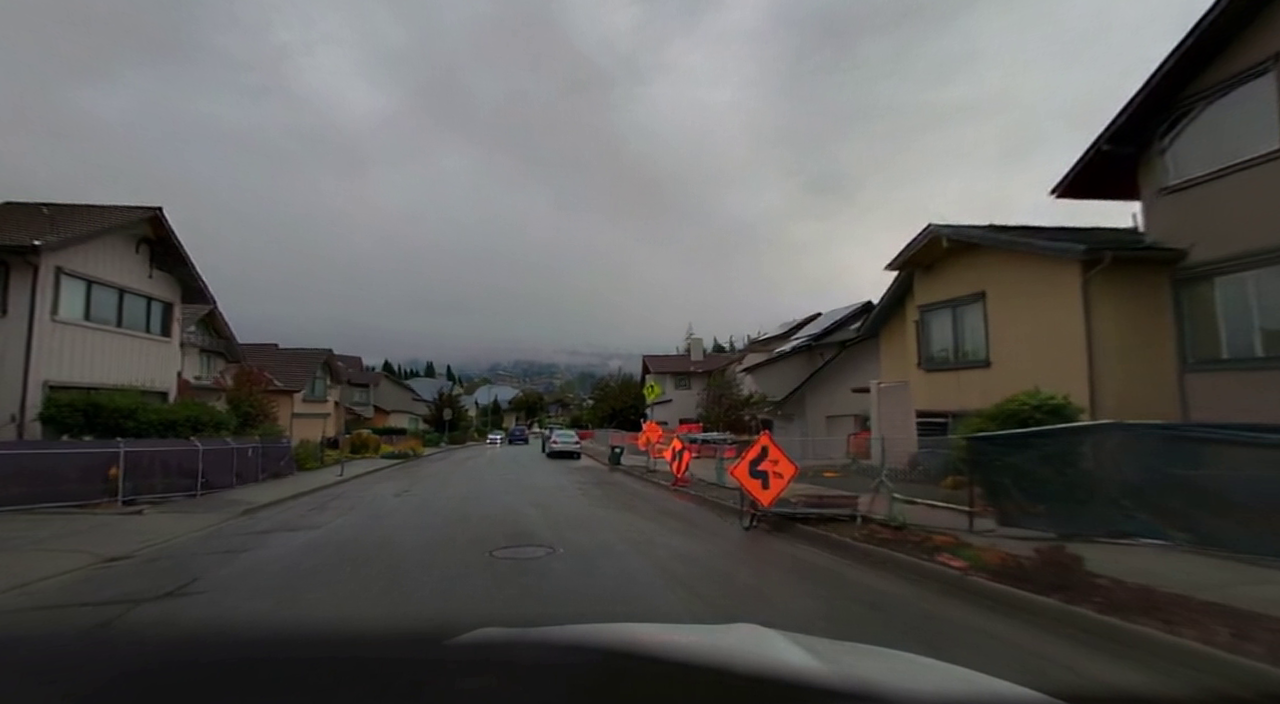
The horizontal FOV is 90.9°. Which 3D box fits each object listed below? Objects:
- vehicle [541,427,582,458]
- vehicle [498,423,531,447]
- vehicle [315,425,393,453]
[{"bbox_3d":[-4.120,4.665,32.686,1.998,1.494,3.927,1,-8,-8],"label":"vehicle"},{"bbox_3d":[-9.819,6.551,49.638,2.050,1.742,4.197,1,-7,-5],"label":"vehicle"},{"bbox_3d":[-18.896,5.765,41.814,4.205,1.745,2.121,0,-10,-6],"label":"vehicle"}]
